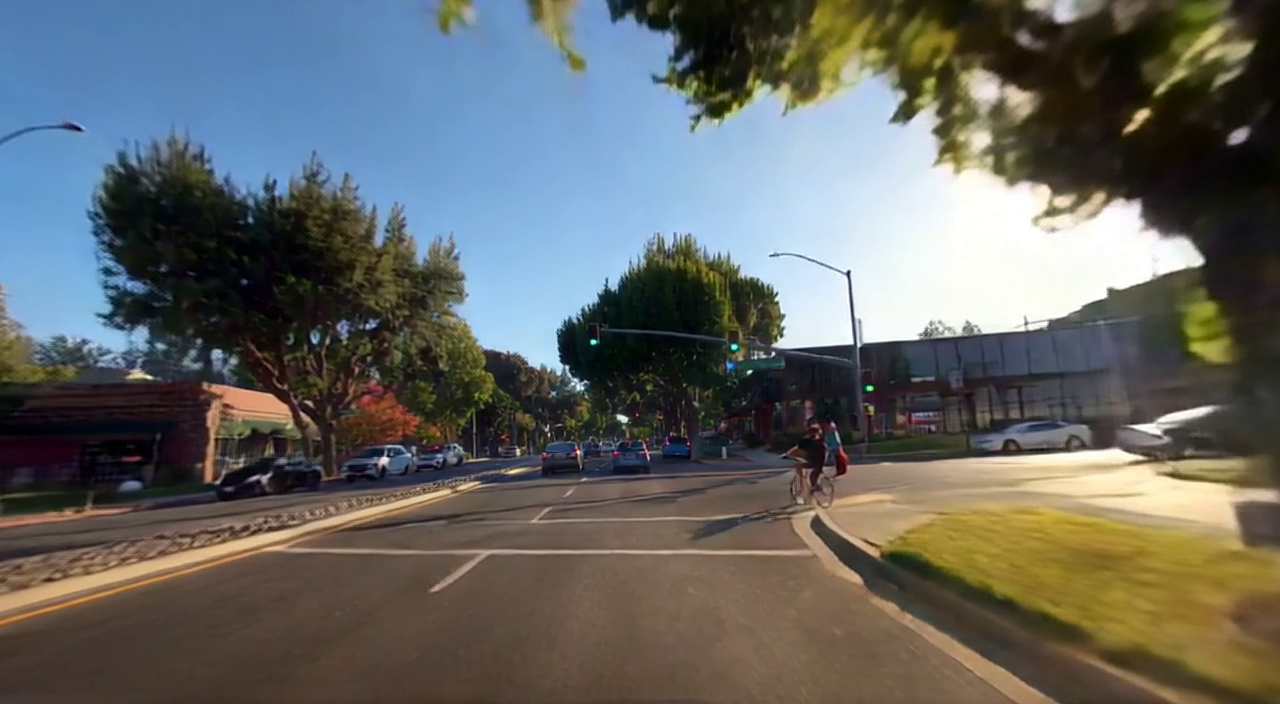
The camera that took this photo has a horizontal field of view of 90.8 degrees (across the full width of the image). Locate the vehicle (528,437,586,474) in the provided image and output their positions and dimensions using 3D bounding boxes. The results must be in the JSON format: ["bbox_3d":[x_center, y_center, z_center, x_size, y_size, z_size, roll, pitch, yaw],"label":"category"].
[{"bbox_3d":[-3.558,4.522,27.839,1.921,1.477,4.083,-1,-8,1],"label":"vehicle"}]

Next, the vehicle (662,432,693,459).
[{"bbox_3d":[2.773,6.974,47.273,2.175,1.850,5.118,-1,-8,2],"label":"vehicle"}]

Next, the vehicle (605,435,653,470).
[{"bbox_3d":[-0.521,4.651,29.423,2.085,1.475,3.976,0,-8,-1],"label":"vehicle"}]

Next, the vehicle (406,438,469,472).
[{"bbox_3d":[-12.426,6.355,39.133,2.260,1.921,4.902,-1,-8,0],"label":"vehicle"}]

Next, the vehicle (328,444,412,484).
[{"bbox_3d":[-12.609,5.212,29.882,1.986,1.712,4.399,-1,-8,1],"label":"vehicle"}]

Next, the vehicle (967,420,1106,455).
[{"bbox_3d":[17.168,3.745,27.569,4.517,1.455,2.233,-1,-8,3],"label":"vehicle"}]

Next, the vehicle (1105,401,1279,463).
[{"bbox_3d":[17.015,2.401,18.844,4.524,1.699,2.068,-1,-8,2],"label":"vehicle"}]

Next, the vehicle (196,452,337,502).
[{"bbox_3d":[-12.596,4.213,21.745,1.909,1.462,4.608,-1,-8,2],"label":"vehicle"}]
